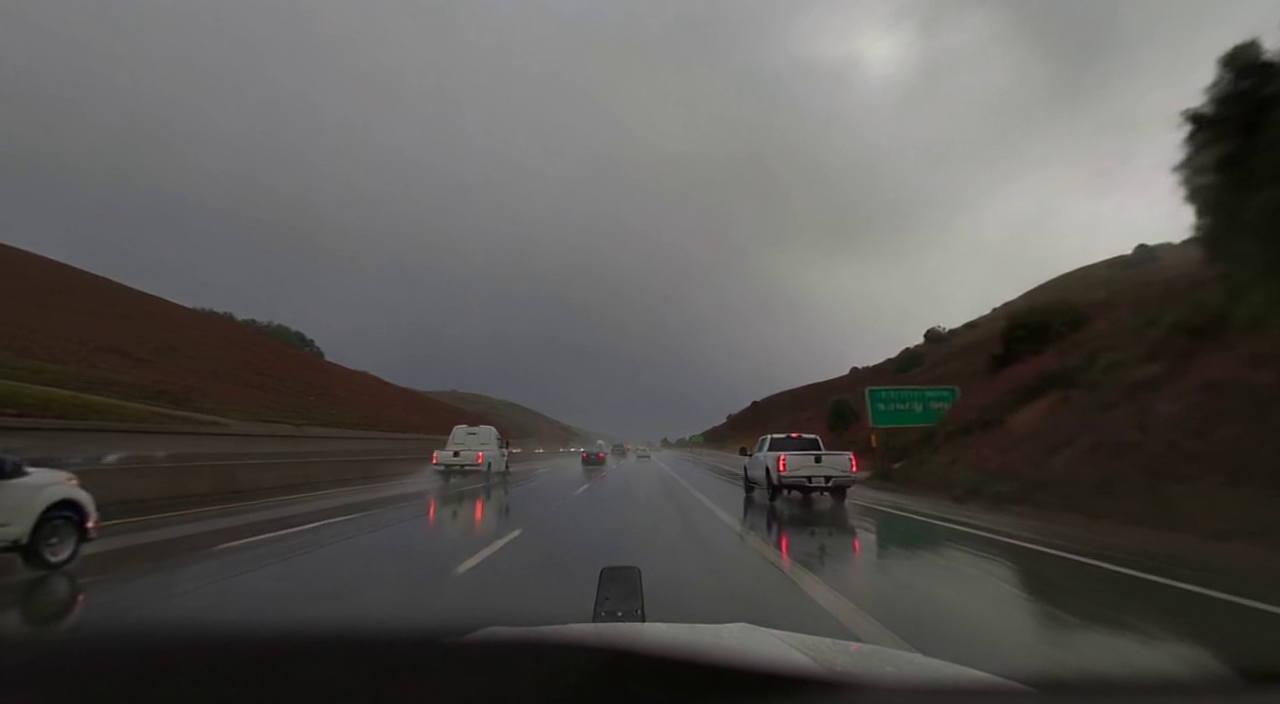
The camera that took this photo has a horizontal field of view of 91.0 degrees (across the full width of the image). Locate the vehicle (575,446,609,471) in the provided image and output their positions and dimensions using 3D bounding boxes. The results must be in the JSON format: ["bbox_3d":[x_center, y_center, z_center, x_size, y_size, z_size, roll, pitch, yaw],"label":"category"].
[{"bbox_3d":[-3.236,7.252,43.194,2.009,1.593,4.378,0,-9,0],"label":"vehicle"}]

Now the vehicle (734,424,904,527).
[{"bbox_3d":[3.492,2.531,13.457,2.231,1.789,4.700,0,-9,0],"label":"vehicle"}]

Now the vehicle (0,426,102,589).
[{"bbox_3d":[-7.124,1.279,4.676,1.935,1.550,4.883,0,-9,0],"label":"vehicle"}]

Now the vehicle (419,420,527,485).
[{"bbox_3d":[-7.111,4.443,27.992,2.937,2.509,7.090,0,-9,-1],"label":"vehicle"}]
